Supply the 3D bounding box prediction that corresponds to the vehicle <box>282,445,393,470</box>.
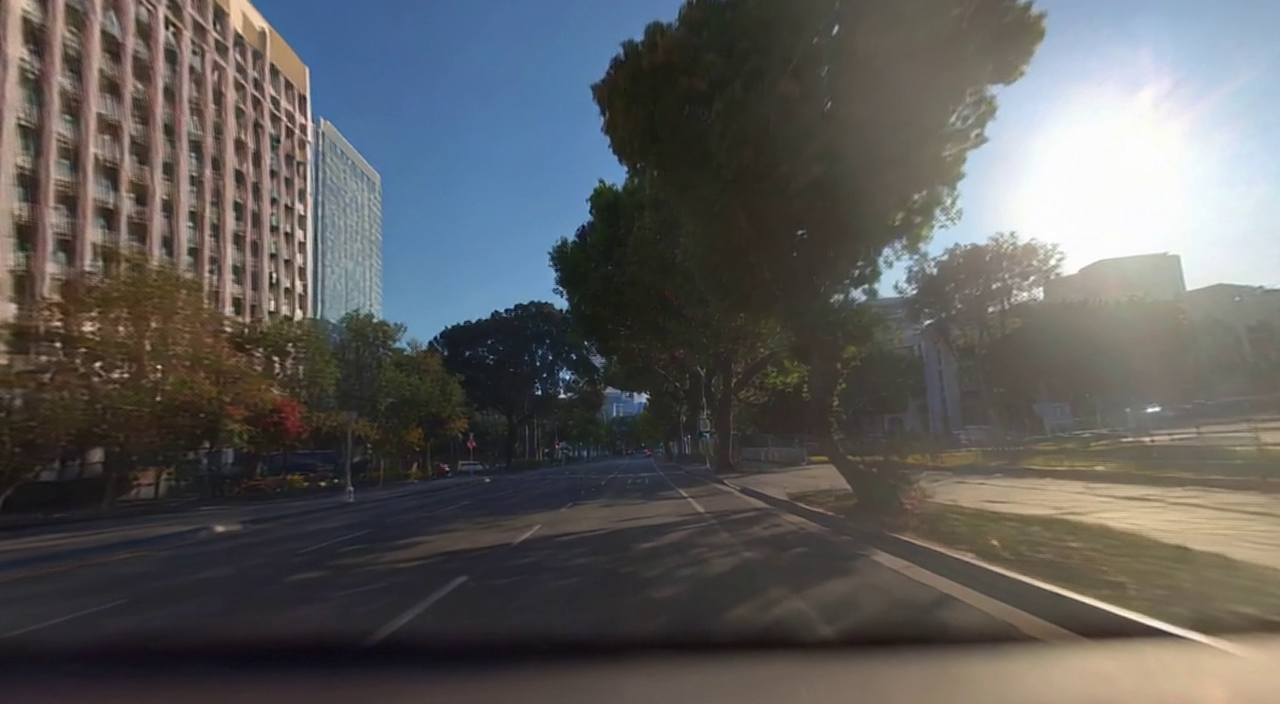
[{"bbox_3d":[-18.488,6.482,38.723,5.962,1.458,1.711,0,-10,3],"label":"vehicle"}]
